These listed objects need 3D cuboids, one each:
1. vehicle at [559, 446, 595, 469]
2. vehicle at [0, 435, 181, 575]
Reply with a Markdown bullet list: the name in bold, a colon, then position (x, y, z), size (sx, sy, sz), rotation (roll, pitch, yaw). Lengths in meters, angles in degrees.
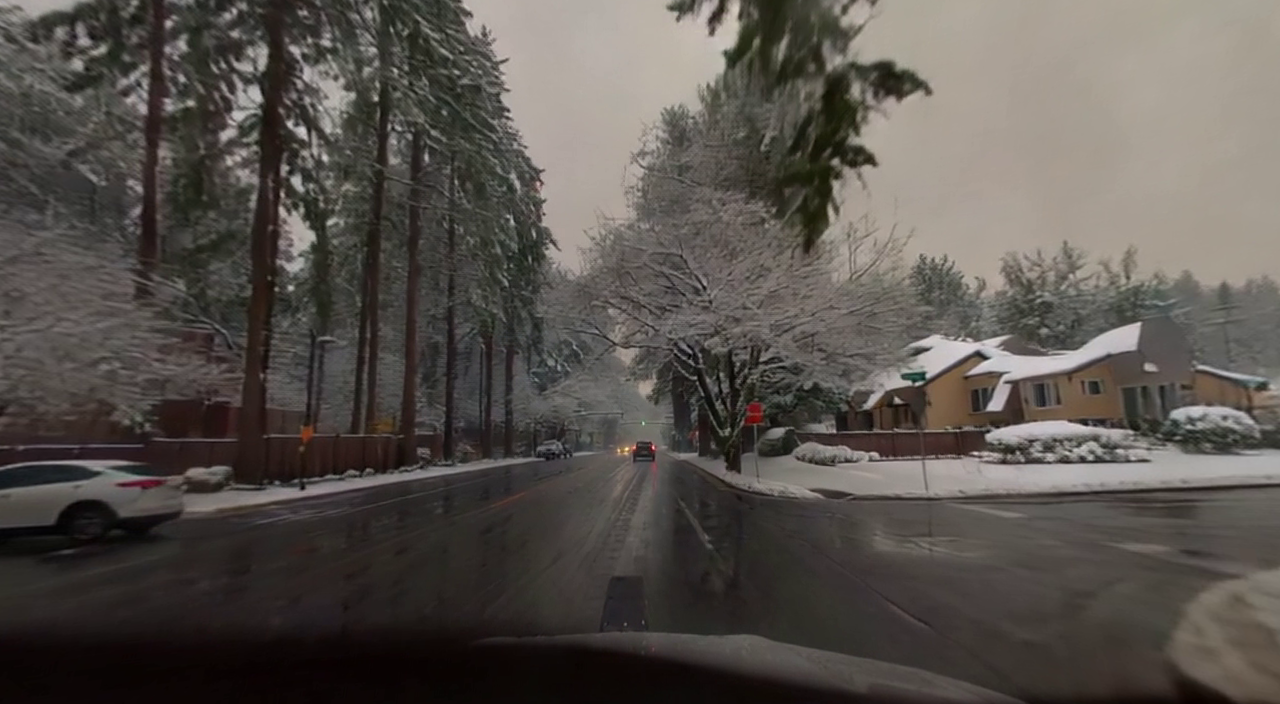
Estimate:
- **vehicle**: position (-4.549, 7.708, 46.252), size (1.927, 1.521, 4.571), rotation (0, -8, 3)
- **vehicle**: position (-9.662, 2.235, 9.056), size (4.594, 1.696, 1.971), rotation (-4, -8, -2)
